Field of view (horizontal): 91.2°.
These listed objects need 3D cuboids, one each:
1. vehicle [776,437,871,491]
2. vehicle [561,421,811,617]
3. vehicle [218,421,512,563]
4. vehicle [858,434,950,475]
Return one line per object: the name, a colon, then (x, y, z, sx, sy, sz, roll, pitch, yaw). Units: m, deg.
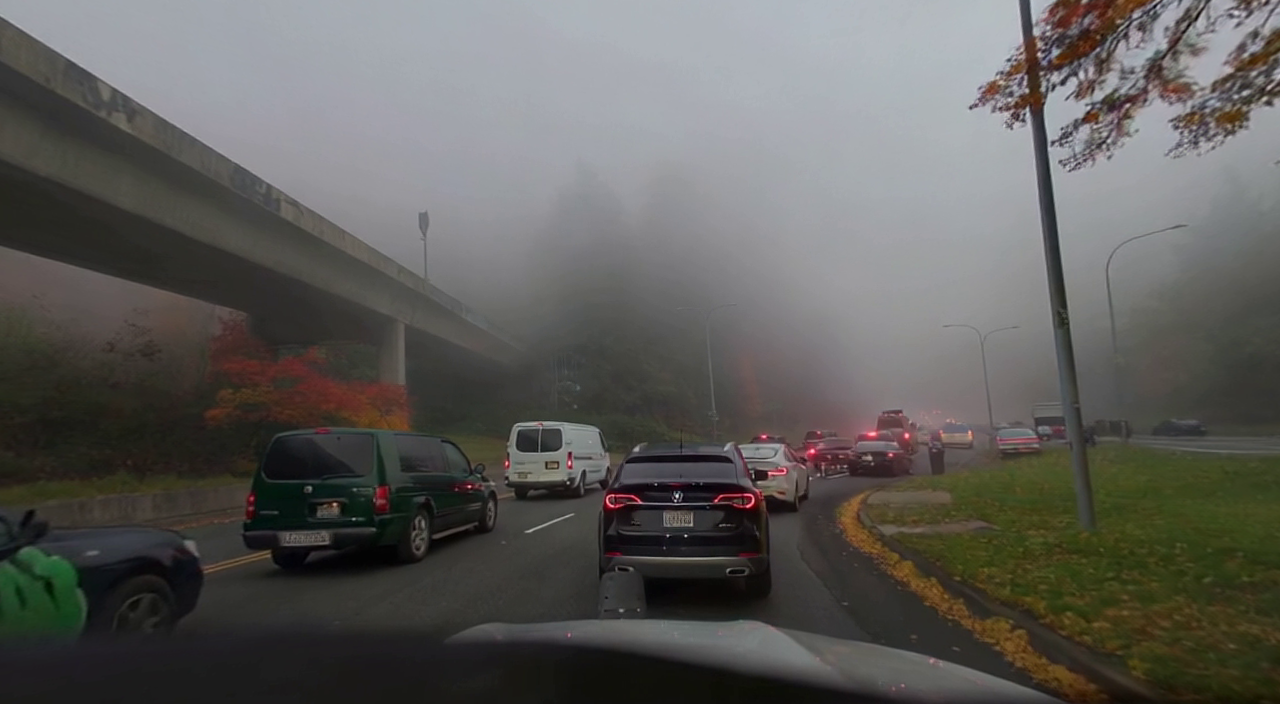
vehicle: (5.642, 3.339, 18.961, 1.780, 1.446, 3.902, -6, -10, 30)
vehicle: (0.777, 1.630, 7.008, 2.064, 1.515, 3.722, -3, -9, 14)
vehicle: (-3.562, 1.891, 9.146, 1.921, 1.554, 4.081, -2, -9, 10)
vehicle: (10.563, 4.071, 24.956, 3.934, 1.485, 1.763, 8, -12, -42)
